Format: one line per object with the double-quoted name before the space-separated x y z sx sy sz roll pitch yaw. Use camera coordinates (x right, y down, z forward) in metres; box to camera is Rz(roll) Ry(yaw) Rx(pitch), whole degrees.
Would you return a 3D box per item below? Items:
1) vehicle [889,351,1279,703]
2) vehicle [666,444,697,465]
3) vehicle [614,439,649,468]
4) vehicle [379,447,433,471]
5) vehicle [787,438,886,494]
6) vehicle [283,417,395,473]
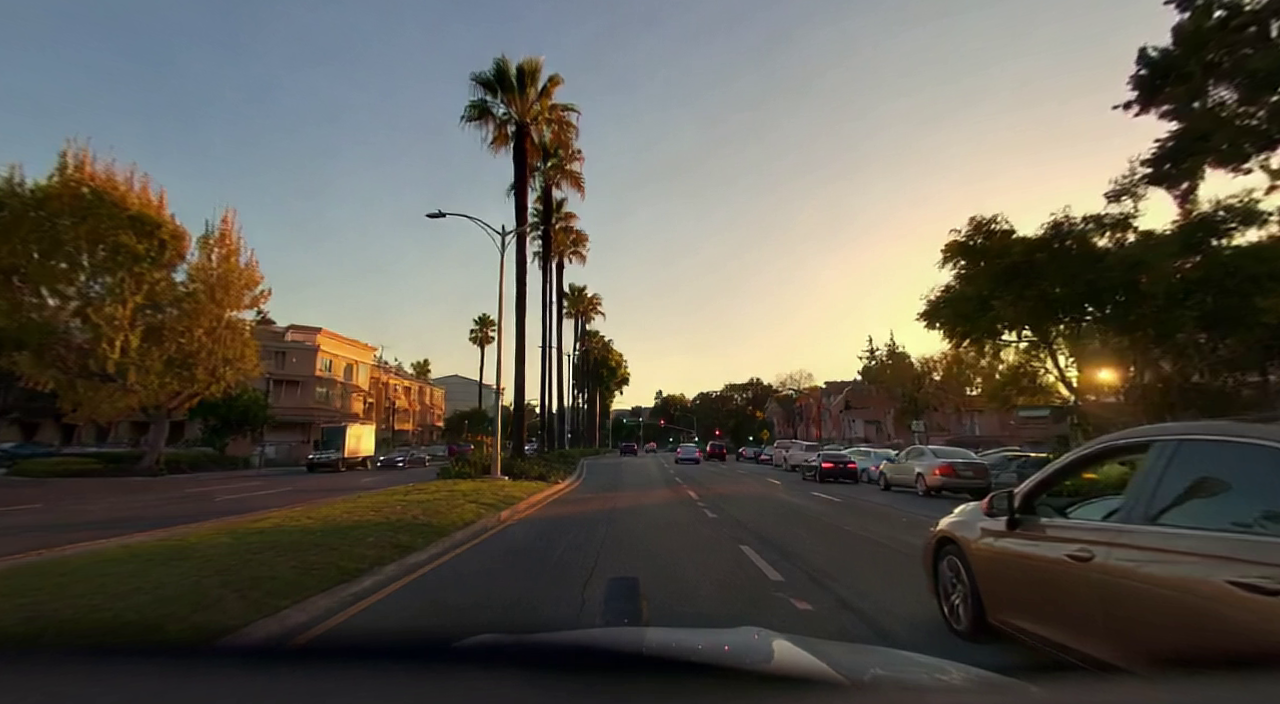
"vehicle" 3.026 0.957 2.862 2.009 1.639 4.267 0 -9 0
"vehicle" 3.190 7.908 48.784 2.032 1.516 4.094 0 -9 -1
"vehicle" -0.519 6.346 39.409 2.087 1.709 4.076 0 -9 0
"vehicle" -15.433 7.040 41.838 1.783 1.477 4.624 0 -9 0
"vehicle" 6.360 3.728 20.942 1.858 1.653 4.194 0 -9 -1
"vehicle" -18.960 5.976 40.481 2.933 3.159 8.124 -1 -9 2
